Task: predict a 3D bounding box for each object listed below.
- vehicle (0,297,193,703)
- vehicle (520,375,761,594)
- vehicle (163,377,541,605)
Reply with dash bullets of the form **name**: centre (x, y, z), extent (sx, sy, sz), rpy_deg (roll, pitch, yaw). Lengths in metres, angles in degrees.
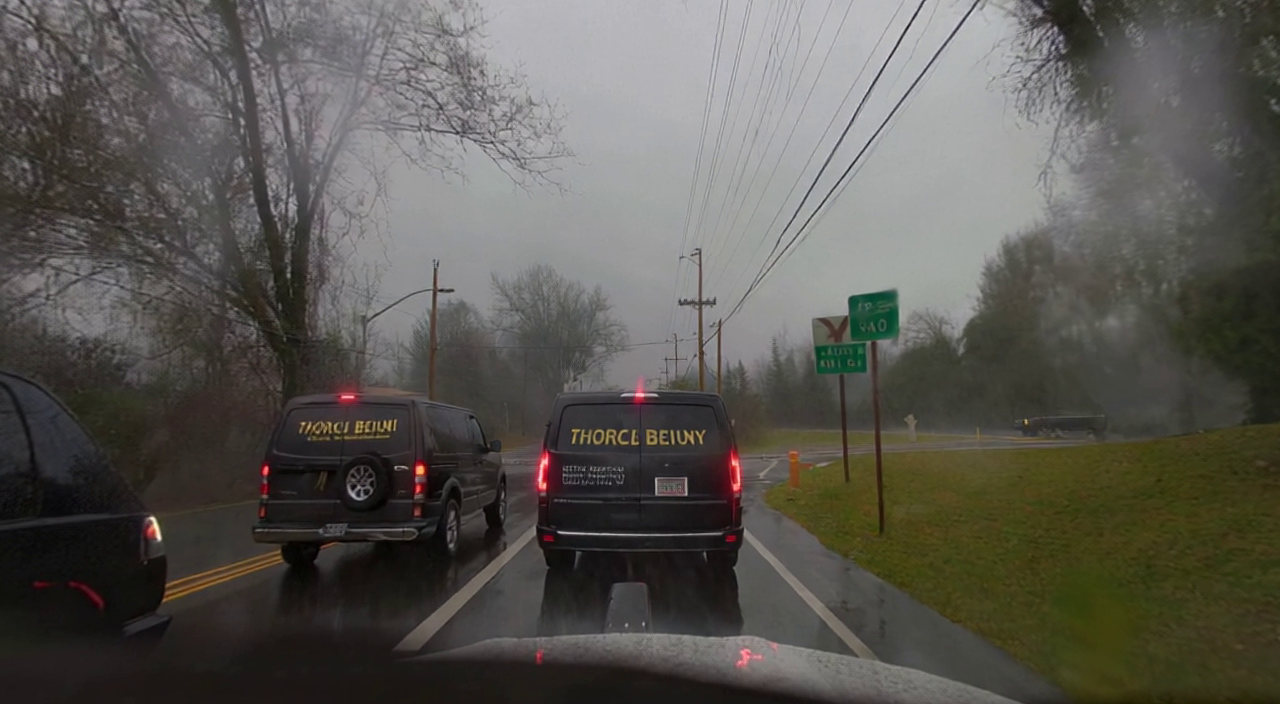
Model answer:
- **vehicle**: centre (-3.133, 0.479, 0.238), extent (2.160, 1.796, 4.997), rpy_deg (0, -8, 1)
- **vehicle**: centre (0.109, 1.463, 7.690), extent (2.117, 1.911, 4.095), rpy_deg (-1, -8, 3)
- **vehicle**: centre (-2.754, 1.483, 7.616), extent (2.109, 1.851, 4.749), rpy_deg (-1, -8, 3)
